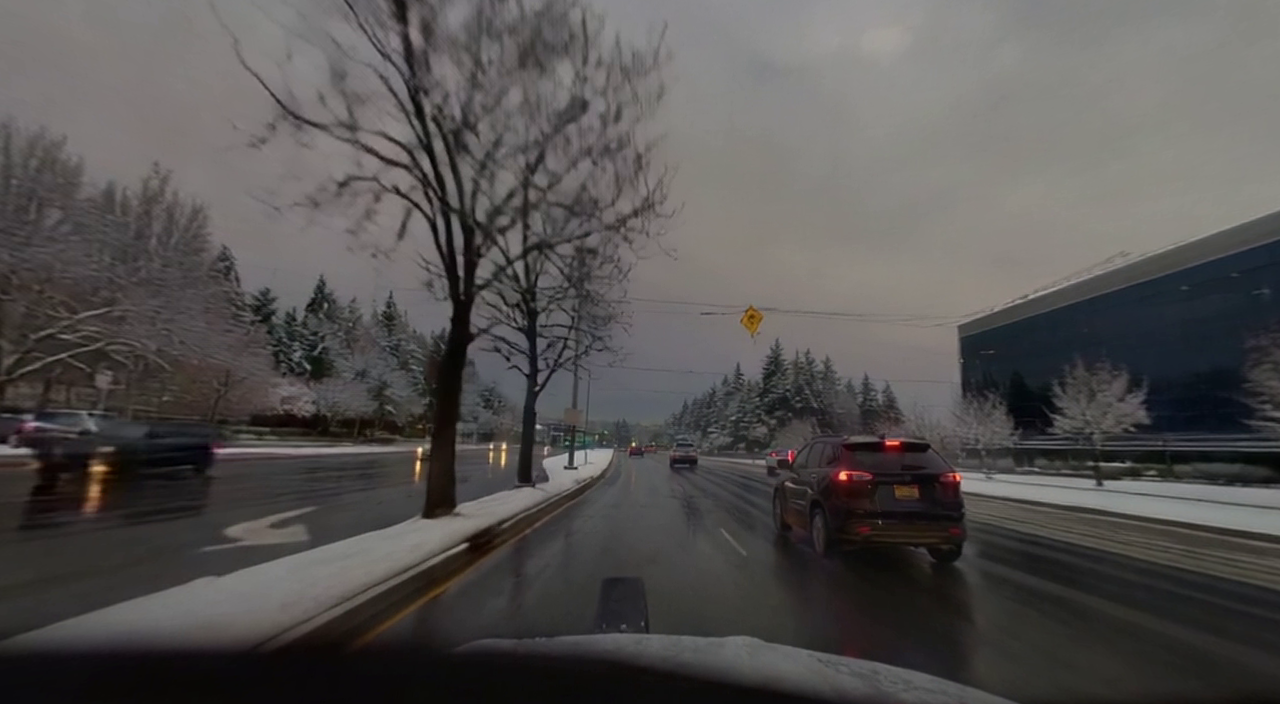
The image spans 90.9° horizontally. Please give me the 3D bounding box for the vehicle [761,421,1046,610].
[{"bbox_3d":[2.872,1.820,7.911,1.901,1.634,3.896,4,-8,0],"label":"vehicle"}]

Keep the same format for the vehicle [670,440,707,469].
[{"bbox_3d":[3.542,7.548,46.670,2.154,1.844,4.634,4,-8,0],"label":"vehicle"}]

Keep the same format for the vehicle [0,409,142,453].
[{"bbox_3d":[-26.952,3.683,29.122,6.055,1.910,2.113,0,-8,1],"label":"vehicle"}]

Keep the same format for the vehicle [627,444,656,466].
[{"bbox_3d":[0.085,7.290,44.624,1.991,1.477,3.814,0,-8,-1],"label":"vehicle"}]

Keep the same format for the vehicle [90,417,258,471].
[{"bbox_3d":[-15.265,3.073,21.090,2.029,1.588,4.654,0,-8,0],"label":"vehicle"}]

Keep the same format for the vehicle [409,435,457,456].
[{"bbox_3d":[-15.448,7.003,47.285,1.985,1.479,4.657,0,-8,0],"label":"vehicle"}]
